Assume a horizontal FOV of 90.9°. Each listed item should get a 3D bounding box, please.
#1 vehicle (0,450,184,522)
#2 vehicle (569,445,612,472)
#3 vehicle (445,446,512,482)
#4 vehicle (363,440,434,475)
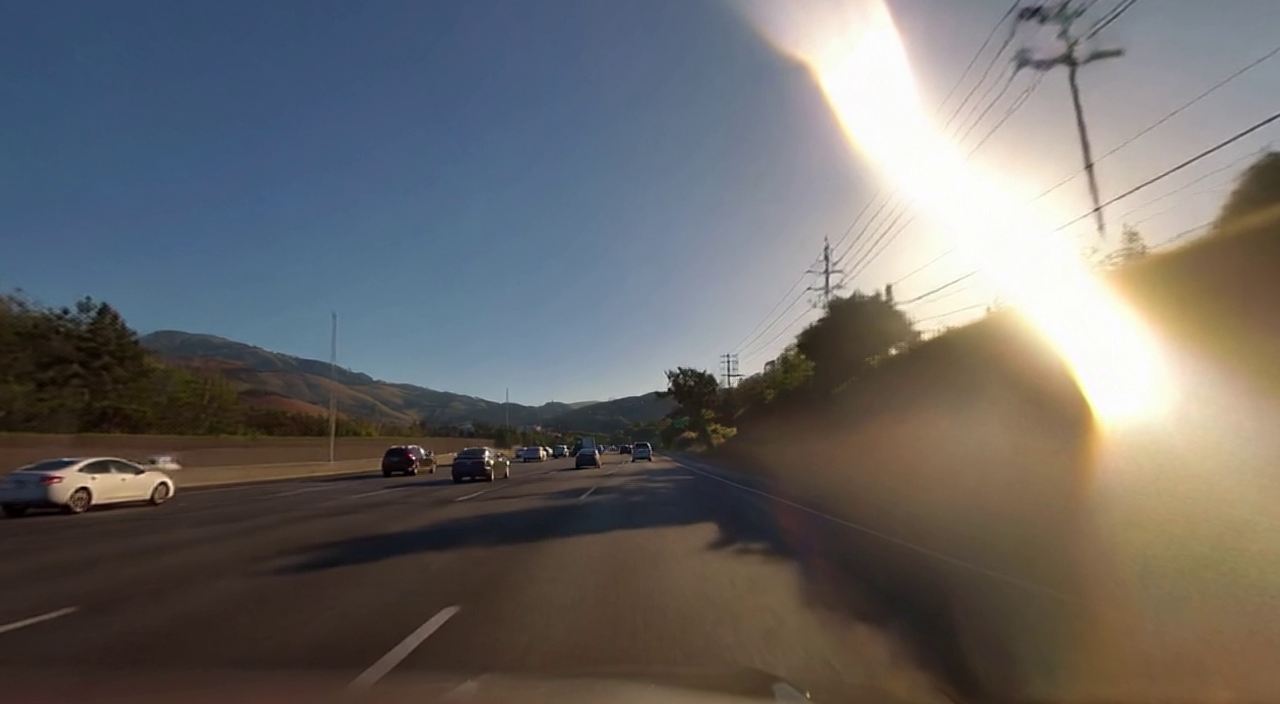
[{"bbox_3d":[-14.300,3.246,15.933,1.885,1.474,4.849,0,-9,1],"label":"vehicle"},{"bbox_3d":[-2.800,6.168,36.601,2.064,1.446,4.409,0,-9,0],"label":"vehicle"},{"bbox_3d":[-7.274,5.069,28.848,1.899,1.472,4.202,0,-9,1],"label":"vehicle"},{"bbox_3d":[-14.390,6.315,37.941,2.172,1.946,5.017,0,-9,1],"label":"vehicle"}]
